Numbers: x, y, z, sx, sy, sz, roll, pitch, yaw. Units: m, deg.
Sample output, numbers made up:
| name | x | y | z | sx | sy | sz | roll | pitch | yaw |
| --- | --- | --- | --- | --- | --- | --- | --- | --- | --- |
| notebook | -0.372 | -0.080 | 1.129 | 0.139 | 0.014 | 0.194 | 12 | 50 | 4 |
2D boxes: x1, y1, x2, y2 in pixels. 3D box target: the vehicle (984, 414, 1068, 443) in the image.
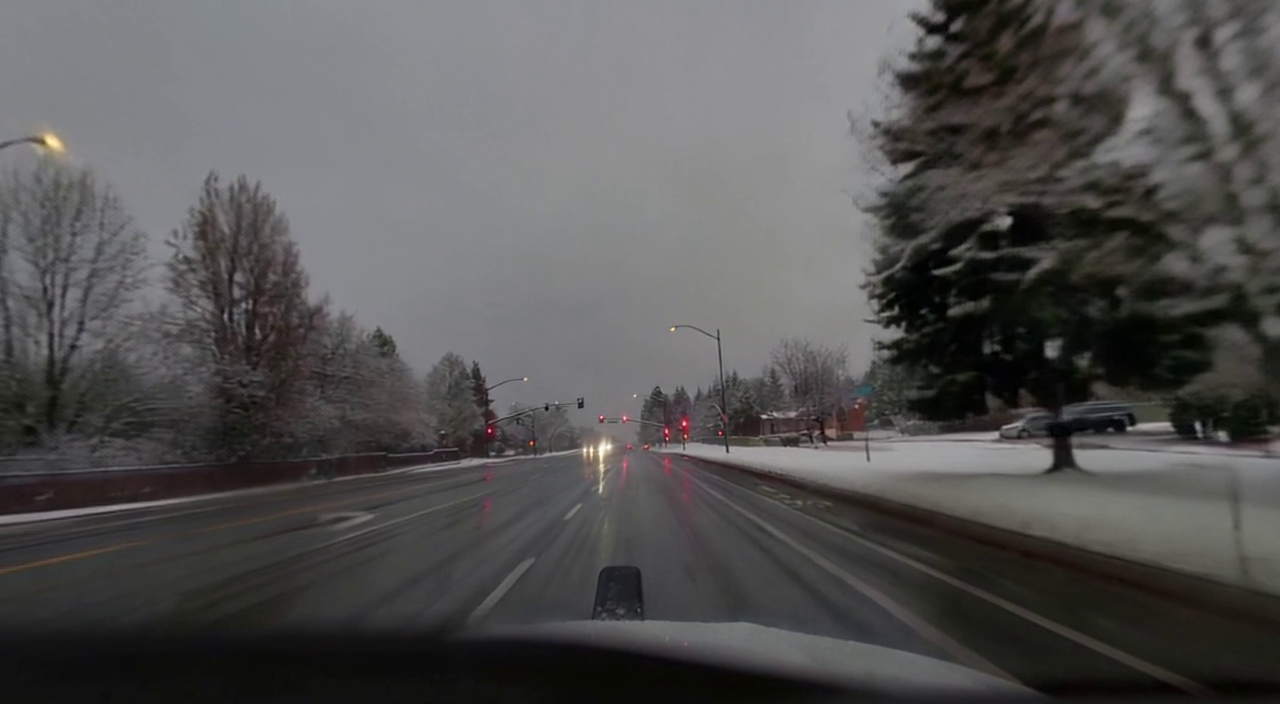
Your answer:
| name | x | y | z | sx | sy | sz | roll | pitch | yaw |
| --- | --- | --- | --- | --- | --- | --- | --- | --- | --- |
| vehicle | 22.805 | 4.574 | 37.502 | 1.911 | 1.598 | 4.322 | 1 | -9 | -6 |

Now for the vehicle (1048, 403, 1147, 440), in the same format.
| name | x | y | z | sx | sy | sz | roll | pitch | yaw |
| --- | --- | --- | --- | --- | --- | --- | --- | --- | --- |
| vehicle | 26.705 | 4.150 | 37.111 | 2.081 | 1.949 | 4.635 | 3 | -8 | -5 |
